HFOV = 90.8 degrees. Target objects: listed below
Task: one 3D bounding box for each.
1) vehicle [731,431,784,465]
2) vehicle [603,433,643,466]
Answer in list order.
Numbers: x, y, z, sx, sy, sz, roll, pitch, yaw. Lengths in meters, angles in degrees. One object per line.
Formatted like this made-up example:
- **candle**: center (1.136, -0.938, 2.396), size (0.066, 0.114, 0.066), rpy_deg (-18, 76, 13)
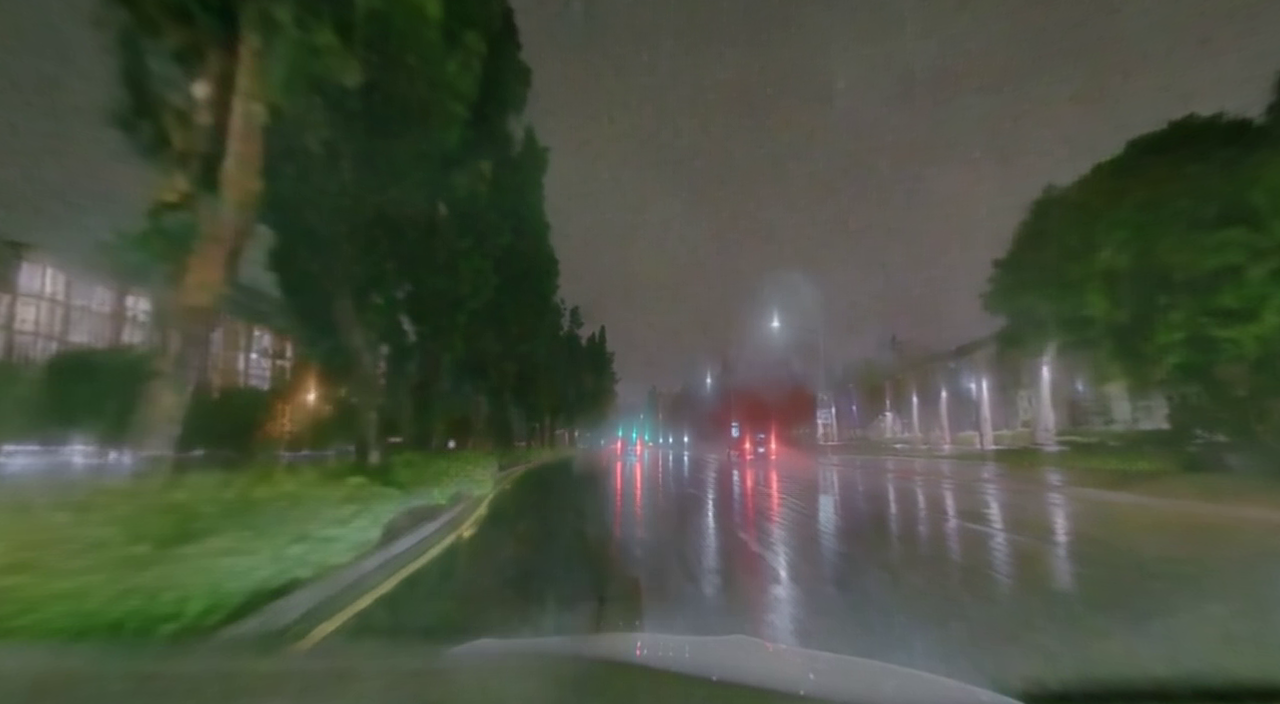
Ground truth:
- **vehicle**: center (6.542, 5.402, 35.682), size (2.026, 1.804, 4.565), rpy_deg (0, -8, -1)
- **vehicle**: center (-0.990, 5.675, 36.976), size (2.193, 1.794, 4.457), rpy_deg (0, -8, -1)
